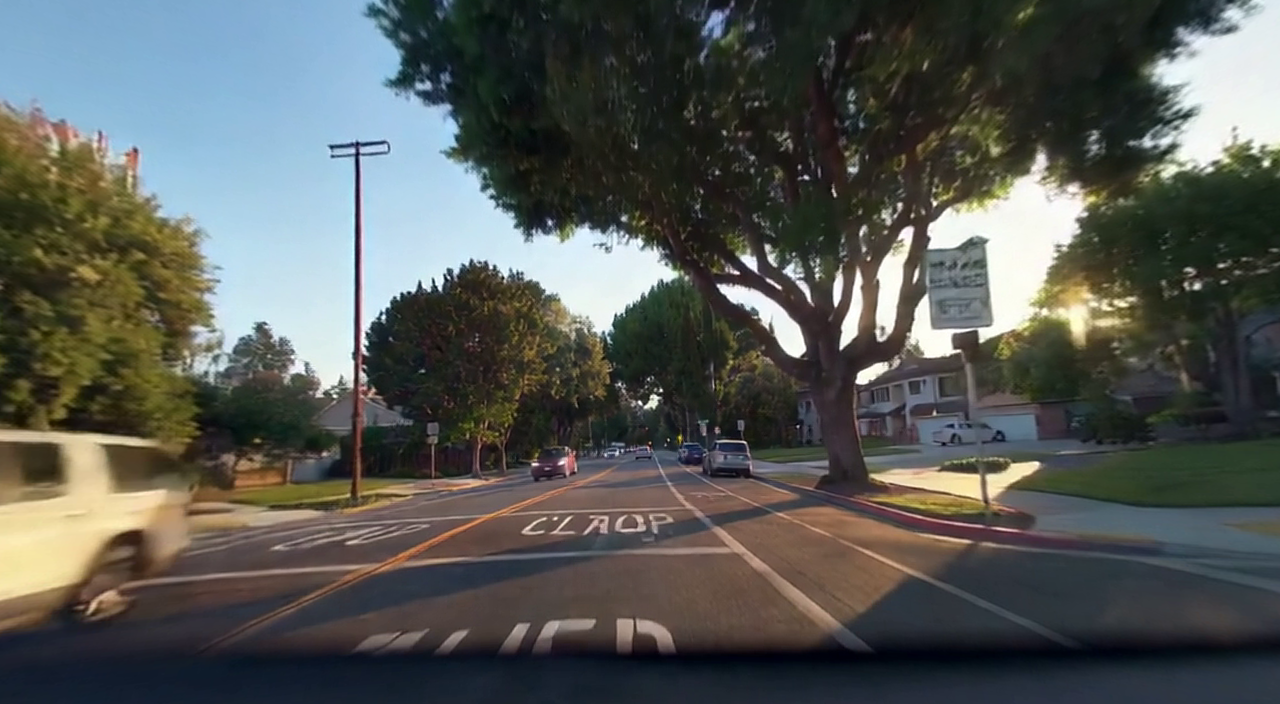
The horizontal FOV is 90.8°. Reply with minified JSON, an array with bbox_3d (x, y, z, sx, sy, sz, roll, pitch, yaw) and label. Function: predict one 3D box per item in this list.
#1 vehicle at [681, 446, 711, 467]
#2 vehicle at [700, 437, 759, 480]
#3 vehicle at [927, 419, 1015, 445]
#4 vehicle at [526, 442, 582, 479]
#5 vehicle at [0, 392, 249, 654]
[{"bbox_3d":[4.168,7.800,47.416,1.874,1.415,4.683,-1,-9,0],"label":"vehicle"},{"bbox_3d":[3.874,4.740,28.313,2.087,1.725,4.986,-1,-9,2],"label":"vehicle"},{"bbox_3d":[22.321,5.417,42.724,4.799,1.678,2.002,0,-9,-4],"label":"vehicle"},{"bbox_3d":[-4.467,5.759,33.835,2.091,1.793,5.296,-1,-8,2],"label":"vehicle"},{"bbox_3d":[-5.836,1.434,5.339,2.037,1.948,4.621,-4,-9,2],"label":"vehicle"}]
